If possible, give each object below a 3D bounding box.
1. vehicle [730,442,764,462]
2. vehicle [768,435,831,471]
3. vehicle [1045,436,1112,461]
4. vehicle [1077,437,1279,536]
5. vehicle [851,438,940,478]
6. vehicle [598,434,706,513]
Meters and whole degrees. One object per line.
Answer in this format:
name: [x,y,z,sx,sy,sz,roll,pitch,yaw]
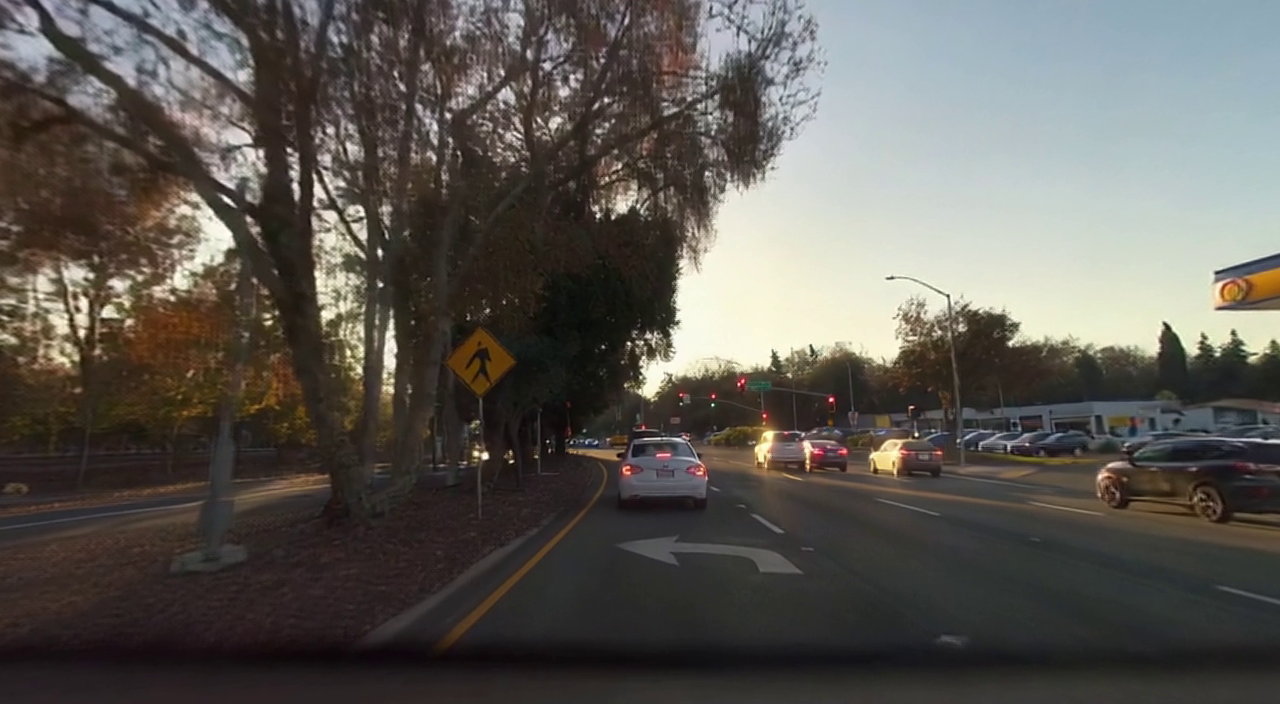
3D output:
vehicle: [7.658,7.198,45.432,1.716,1.400,3.921,0,-9,0]
vehicle: [8.019,5.135,32.146,1.991,1.695,4.357,0,-9,-1]
vehicle: [29.358,6.473,42.333,1.914,1.563,3.672,0,-9,2]
vehicle: [10.682,2.360,11.671,1.880,1.472,4.694,0,-9,1]
vehicle: [10.919,4.563,27.355,1.976,1.584,4.516,0,-9,1]
vehicle: [0.209,2.623,14.073,2.032,1.461,4.173,0,-9,-1]
